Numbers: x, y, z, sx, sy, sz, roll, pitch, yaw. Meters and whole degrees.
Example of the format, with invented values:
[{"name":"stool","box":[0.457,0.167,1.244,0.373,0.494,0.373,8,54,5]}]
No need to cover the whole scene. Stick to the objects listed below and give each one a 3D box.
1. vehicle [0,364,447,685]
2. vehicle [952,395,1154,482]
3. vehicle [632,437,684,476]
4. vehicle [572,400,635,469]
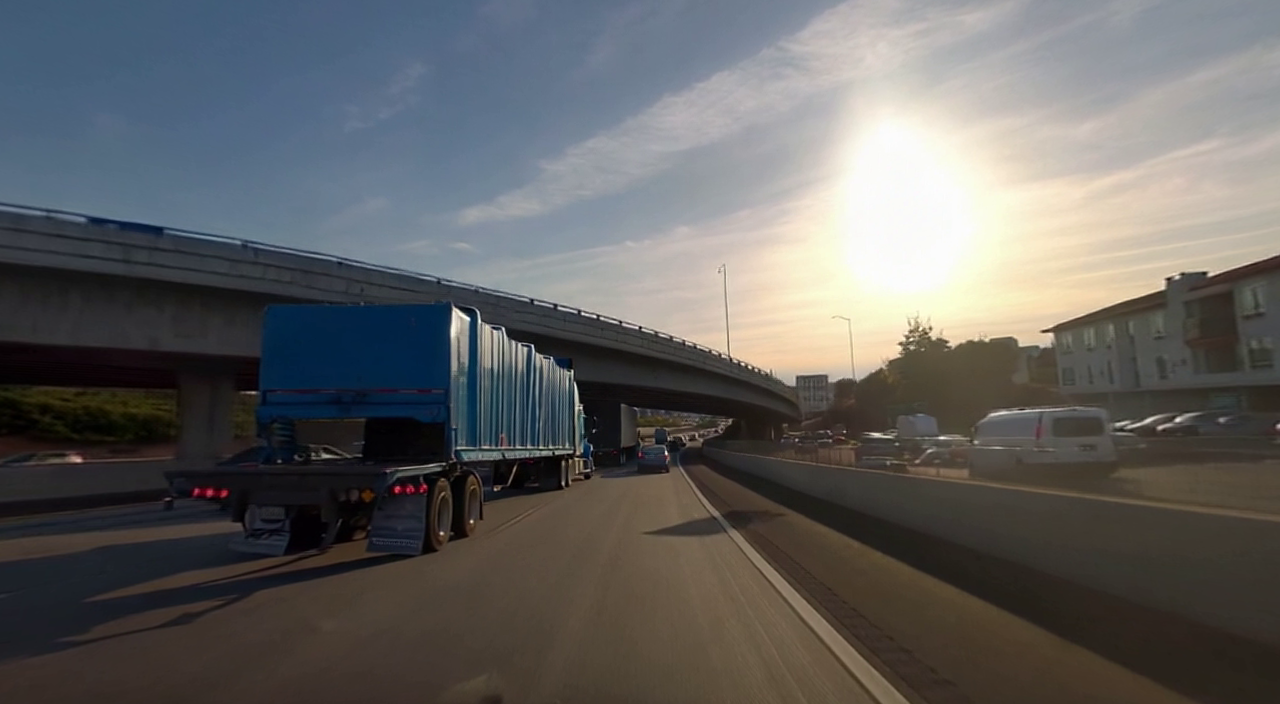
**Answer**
[{"name":"vehicle","box":[-3.655,1.193,5.327,2.896,1.779,3.441,0,-8,0]},{"name":"vehicle","box":[14.199,3.138,22.557,2.679,2.597,7.126,-1,-8,3]},{"name":"vehicle","box":[0.837,4.718,28.670,2.178,1.640,4.071,-1,-9,3]},{"name":"vehicle","box":[-2.114,5.412,40.788,3.073,3.894,9.782,-1,-9,3]}]
